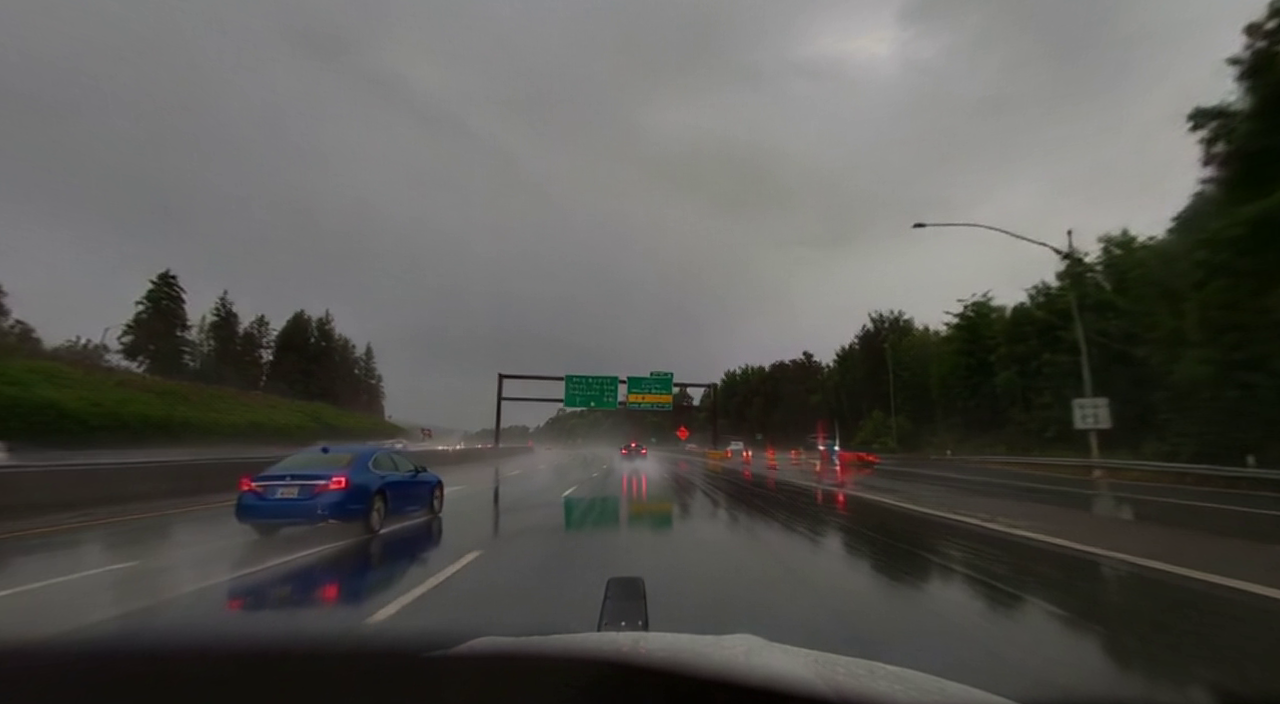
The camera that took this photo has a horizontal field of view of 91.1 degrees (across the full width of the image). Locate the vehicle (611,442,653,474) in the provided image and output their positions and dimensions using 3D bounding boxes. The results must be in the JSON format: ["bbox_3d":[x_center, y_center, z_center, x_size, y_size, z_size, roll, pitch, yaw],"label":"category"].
[{"bbox_3d":[-0.424,5.232,31.317,1.963,1.462,4.681,0,-8,-2],"label":"vehicle"}]

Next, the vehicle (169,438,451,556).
[{"bbox_3d":[-4.676,2.085,9.850,2.001,1.415,4.360,0,-8,1],"label":"vehicle"}]
